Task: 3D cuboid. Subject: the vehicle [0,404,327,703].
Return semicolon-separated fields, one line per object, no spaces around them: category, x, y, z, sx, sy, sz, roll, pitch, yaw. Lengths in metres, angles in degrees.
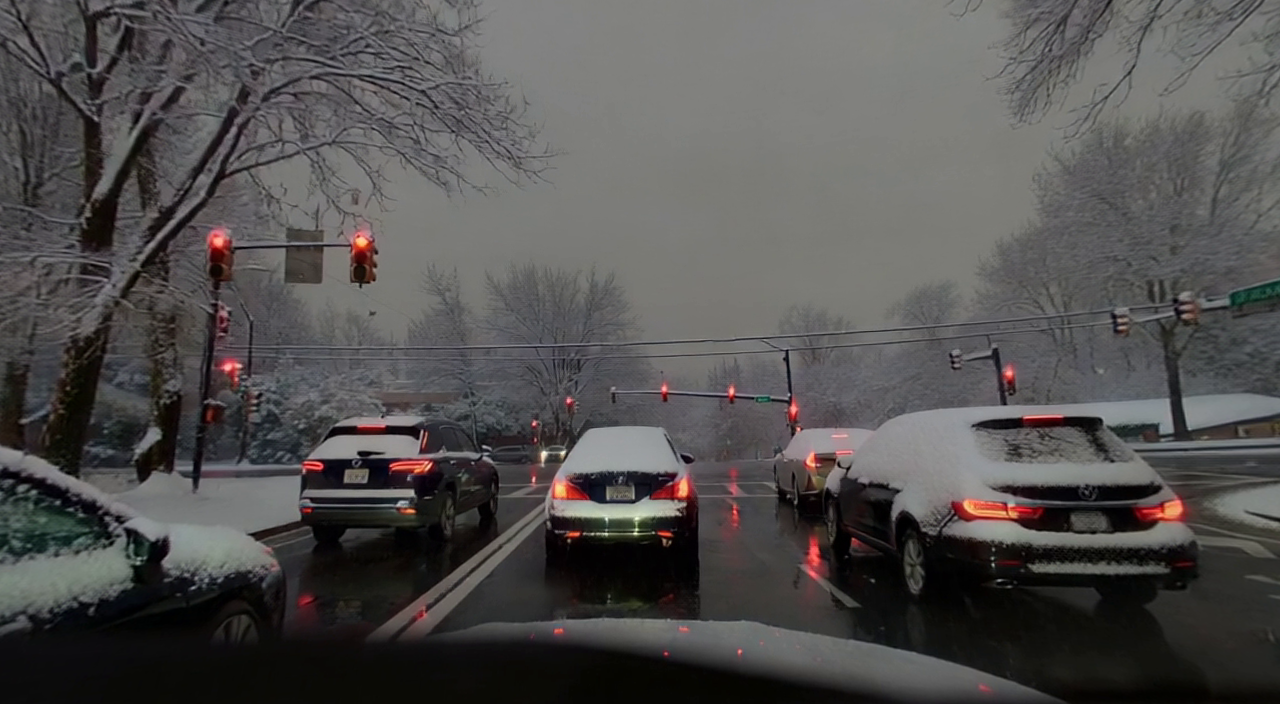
vehicle;-3.350;0.950;2.369;1.863;1.495;4.667;0;-8;2

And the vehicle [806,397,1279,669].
vehicle;3.228;1.444;6.194;2.006;1.659;4.462;0;-8;1

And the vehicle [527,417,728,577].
vehicle;-0.094;1.801;8.555;2.106;1.655;3.717;0;-8;1

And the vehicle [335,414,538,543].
vehicle;-3.226;2.107;11.164;2.048;1.805;4.405;0;-8;1
